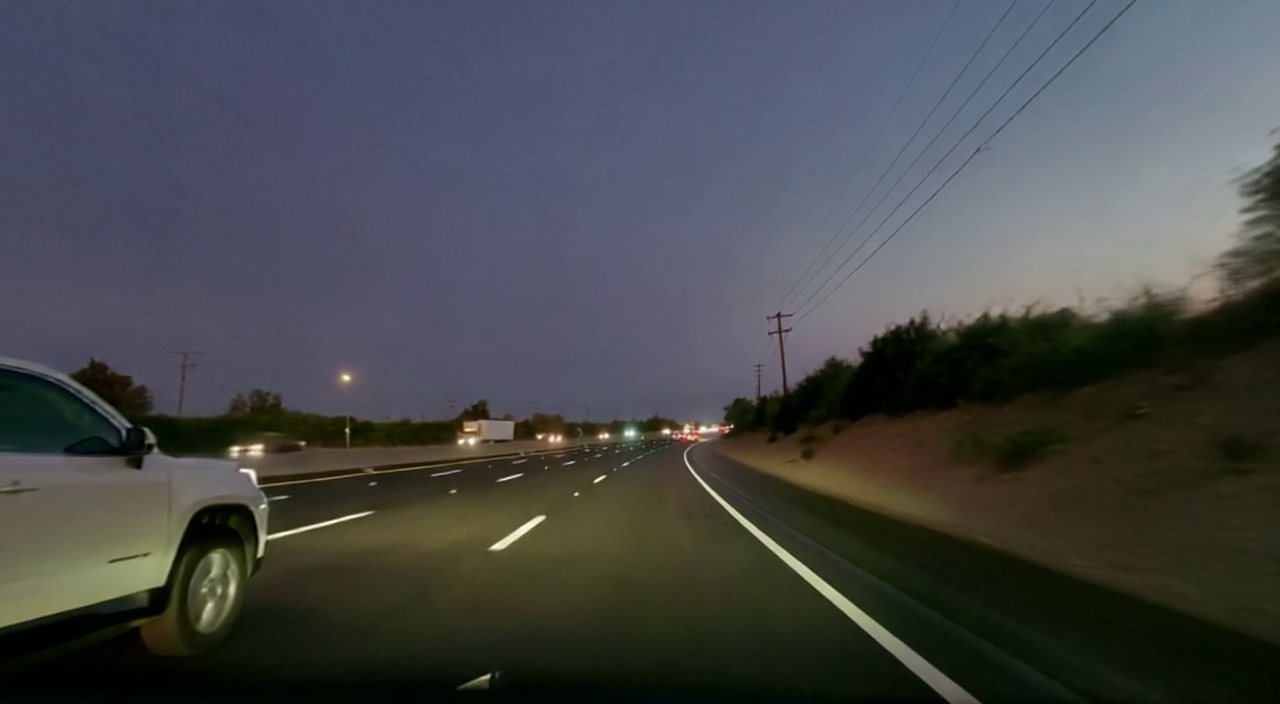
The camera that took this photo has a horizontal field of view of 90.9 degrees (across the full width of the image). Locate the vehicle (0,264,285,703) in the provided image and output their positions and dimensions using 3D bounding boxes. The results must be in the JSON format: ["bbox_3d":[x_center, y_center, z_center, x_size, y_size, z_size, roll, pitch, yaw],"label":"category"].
[{"bbox_3d":[-3.484,0.561,1.646,2.136,1.975,5.037,0,-8,0],"label":"vehicle"}]
